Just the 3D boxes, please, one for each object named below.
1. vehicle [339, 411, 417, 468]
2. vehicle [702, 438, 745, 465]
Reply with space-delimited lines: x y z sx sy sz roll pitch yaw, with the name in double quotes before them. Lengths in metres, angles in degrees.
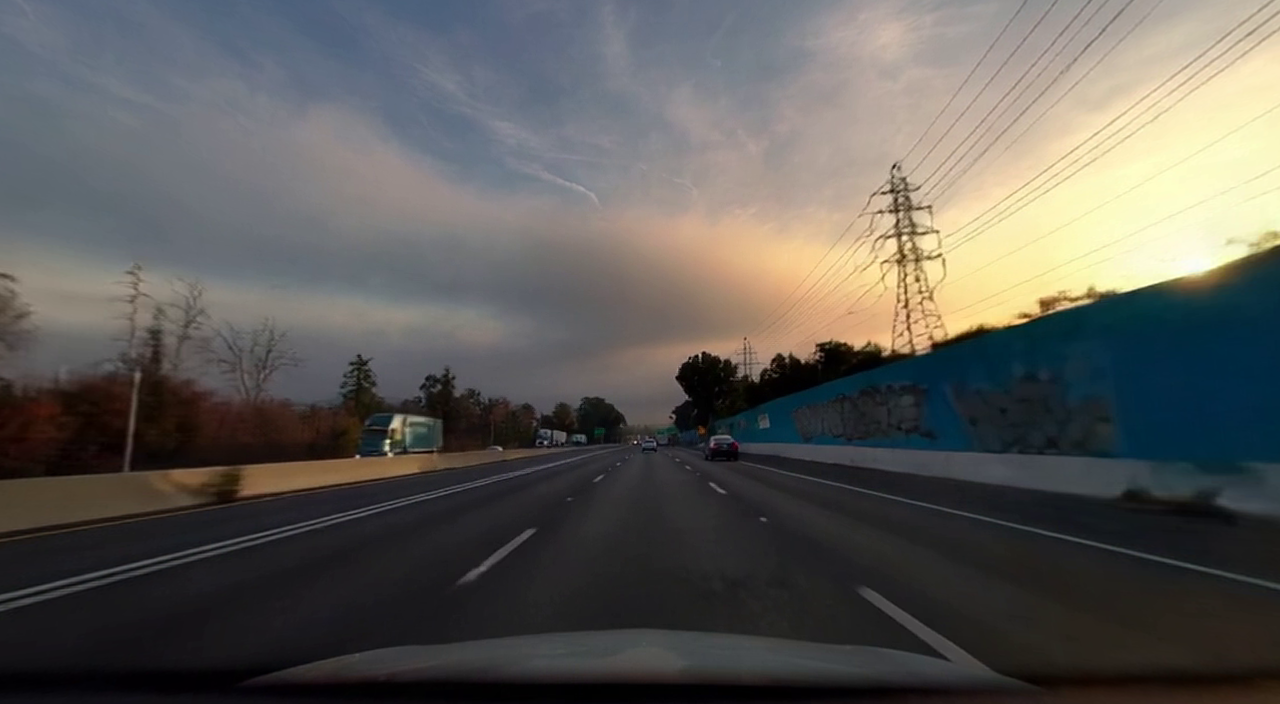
"vehicle" -18.920 6.375 45.834 2.965 3.866 6.042 0 -8 0
"vehicle" 4.960 5.953 37.745 1.991 1.494 3.951 0 -8 0
